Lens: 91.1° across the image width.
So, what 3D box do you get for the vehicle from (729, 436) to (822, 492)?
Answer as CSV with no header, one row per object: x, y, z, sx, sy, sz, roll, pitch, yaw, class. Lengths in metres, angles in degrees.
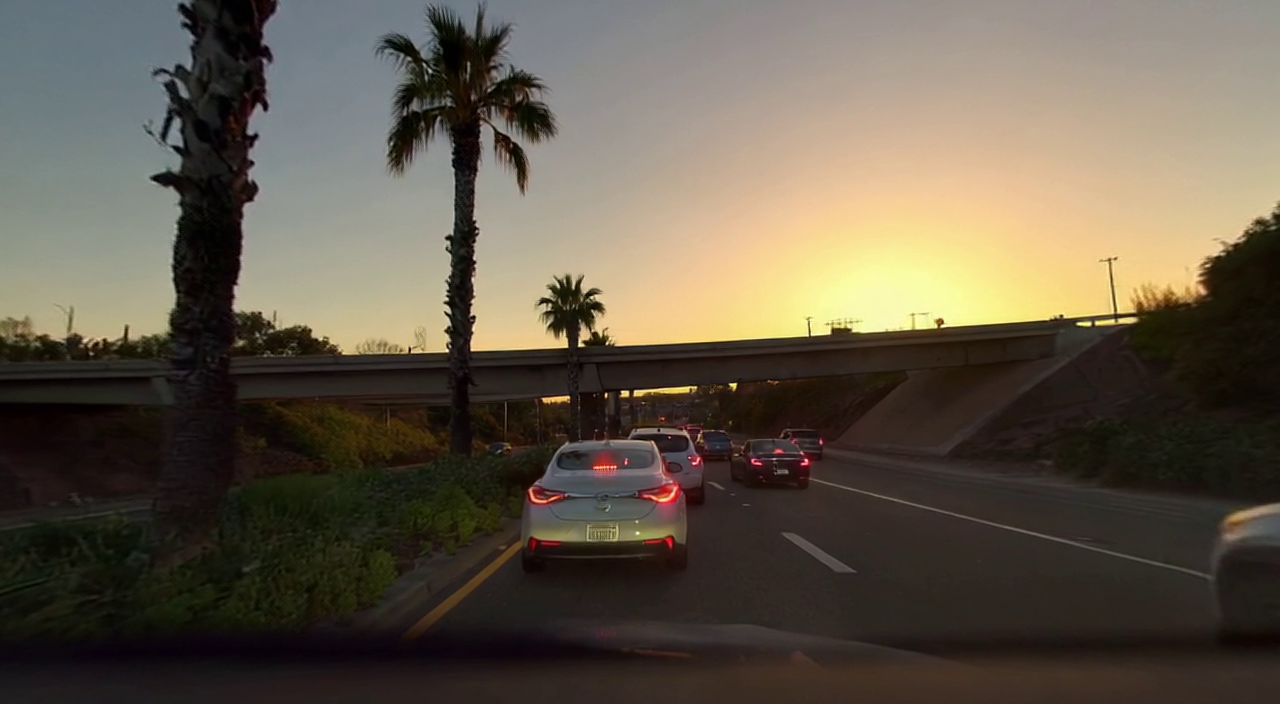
4.069,3.430,19.703,2.034,1.517,4.840,0,-8,2,vehicle

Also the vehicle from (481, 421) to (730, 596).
-0.239,1.668,7.561,2.172,1.506,4.018,0,-9,2,vehicle

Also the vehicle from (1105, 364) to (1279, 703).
3.956,0.660,1.463,2.149,1.609,4.807,0,-9,2,vehicle
